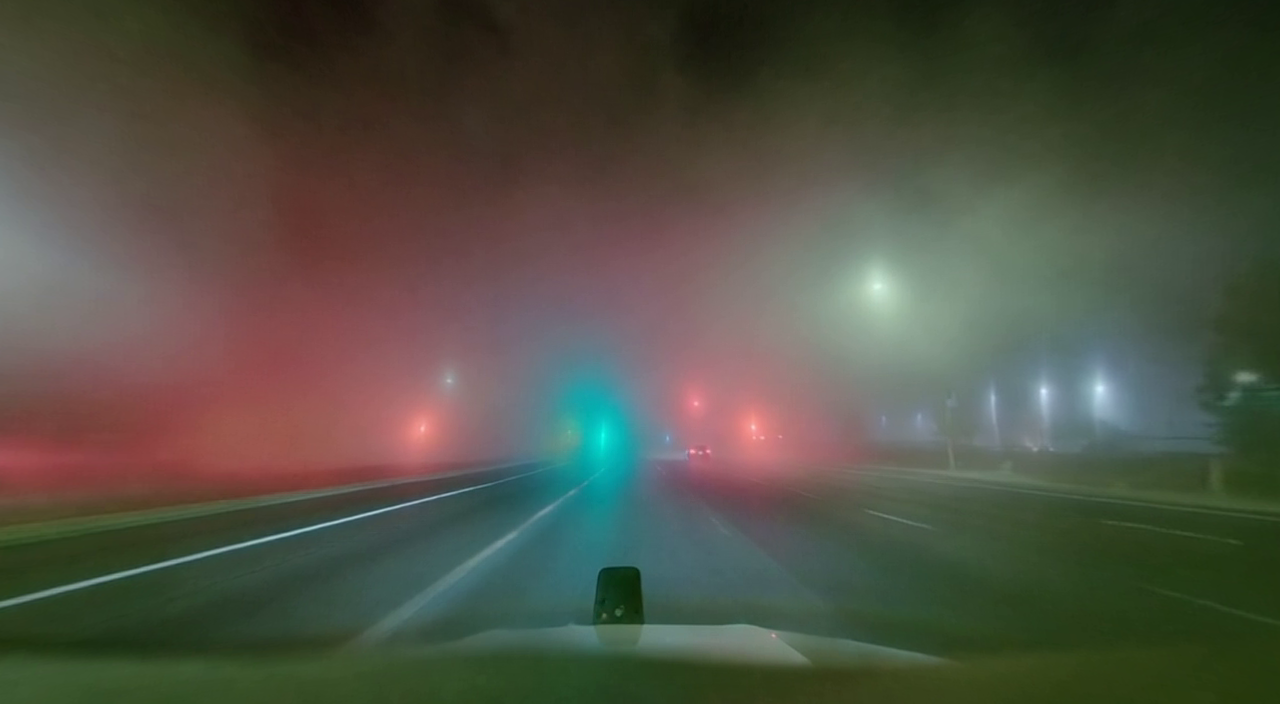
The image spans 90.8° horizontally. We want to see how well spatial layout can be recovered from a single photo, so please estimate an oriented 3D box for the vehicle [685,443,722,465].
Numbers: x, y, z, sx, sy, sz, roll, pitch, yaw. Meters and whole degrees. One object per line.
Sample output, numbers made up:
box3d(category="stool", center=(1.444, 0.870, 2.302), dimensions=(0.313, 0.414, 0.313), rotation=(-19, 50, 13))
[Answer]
box3d(category="vehicle", center=(4.506, 7.329, 45.475), dimensions=(2.187, 1.475, 4.529), rotation=(0, -9, 0))
